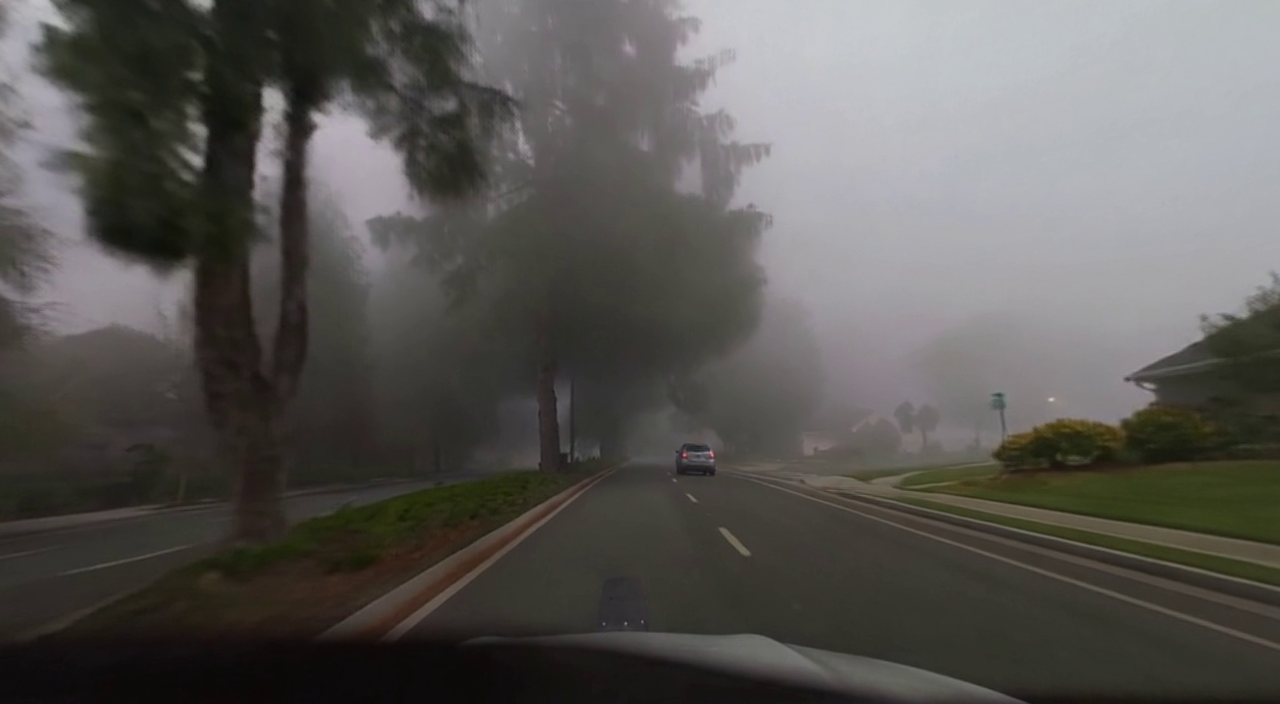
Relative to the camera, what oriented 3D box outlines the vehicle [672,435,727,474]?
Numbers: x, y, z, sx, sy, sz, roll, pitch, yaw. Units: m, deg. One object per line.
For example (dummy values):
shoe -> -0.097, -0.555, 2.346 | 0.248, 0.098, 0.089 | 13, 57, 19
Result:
vehicle -> 2.835, 5.040, 31.160 | 2.180, 1.773, 4.639 | 0, -9, -1
